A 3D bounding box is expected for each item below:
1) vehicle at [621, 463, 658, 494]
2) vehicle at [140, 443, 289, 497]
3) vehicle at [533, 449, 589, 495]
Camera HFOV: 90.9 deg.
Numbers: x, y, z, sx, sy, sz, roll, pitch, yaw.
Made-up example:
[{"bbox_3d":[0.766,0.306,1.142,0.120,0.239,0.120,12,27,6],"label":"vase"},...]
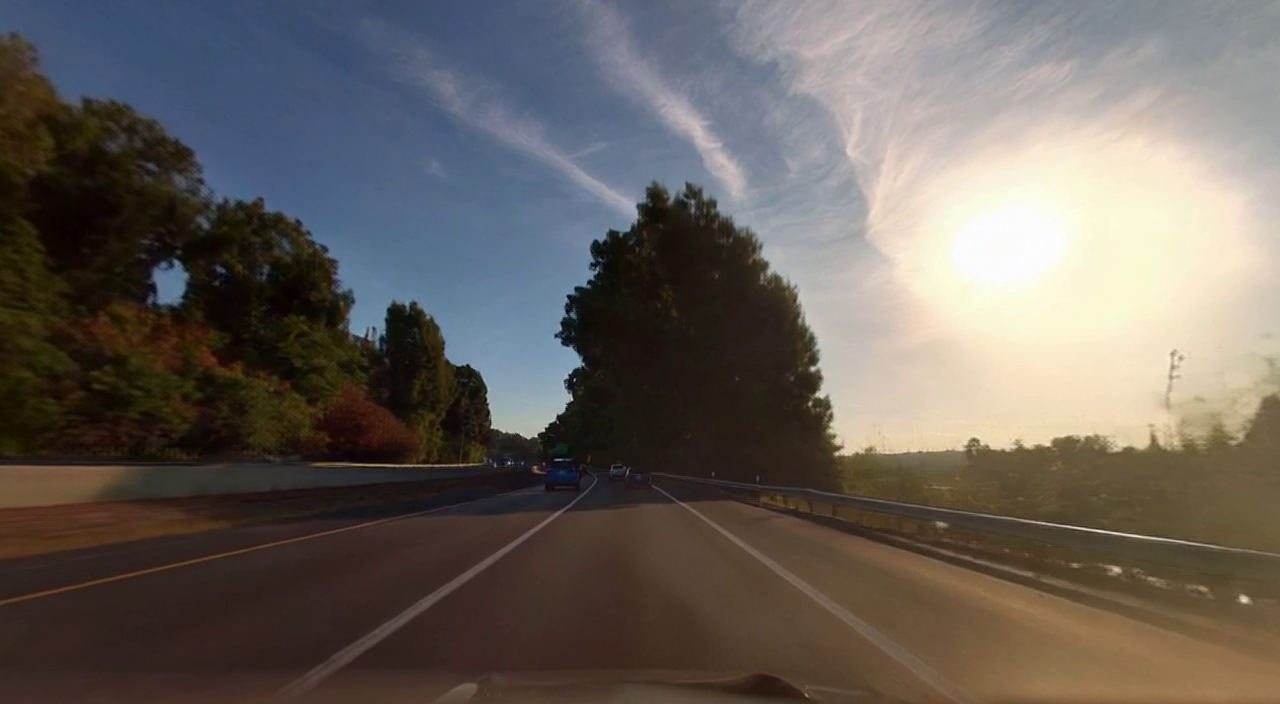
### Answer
[{"bbox_3d":[-0.060,6.863,34.289,1.905,1.559,3.491,1,-10,-2],"label":"vehicle"},{"bbox_3d":[-13.149,3.715,19.841,1.804,1.485,4.152,1,-10,-1],"label":"vehicle"},{"bbox_3d":[-3.971,6.211,32.702,2.237,2.113,4.815,1,-10,0],"label":"vehicle"}]
